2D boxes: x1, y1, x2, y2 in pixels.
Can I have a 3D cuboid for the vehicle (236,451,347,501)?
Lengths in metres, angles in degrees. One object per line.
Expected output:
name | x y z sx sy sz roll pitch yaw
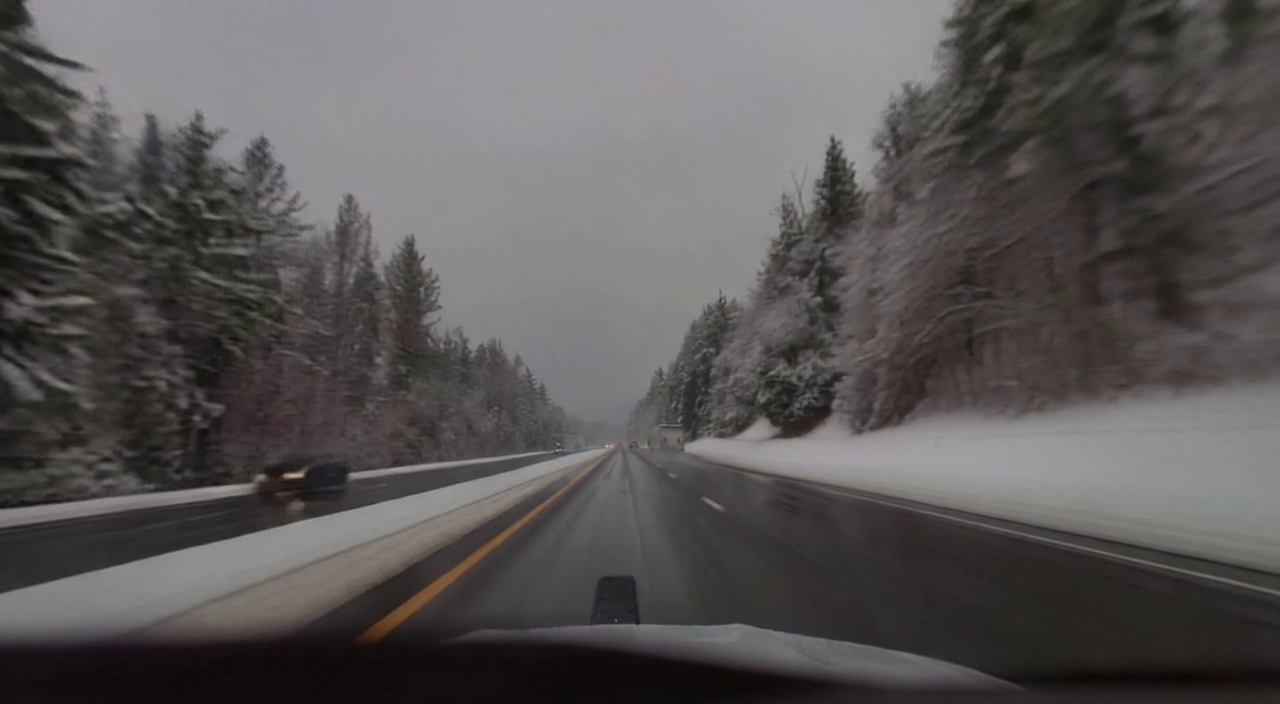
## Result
vehicle | -12.897 4.572 23.623 1.989 1.612 3.884 0 -8 -1
